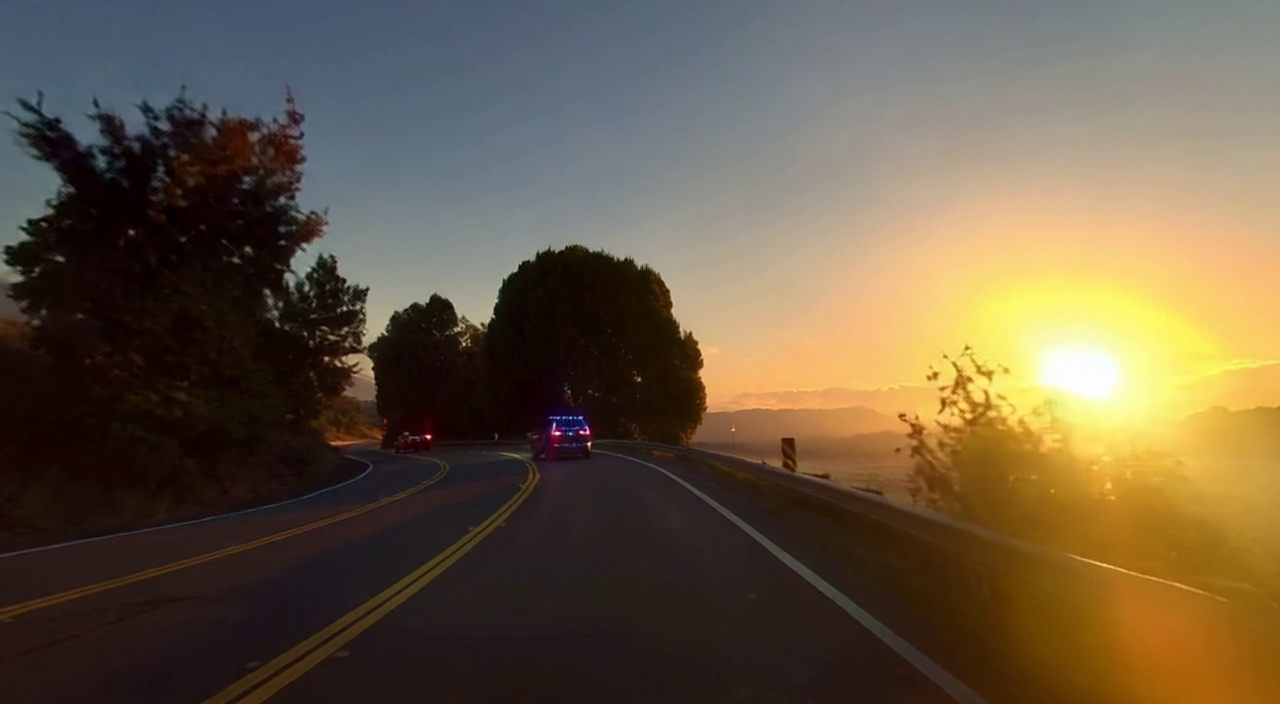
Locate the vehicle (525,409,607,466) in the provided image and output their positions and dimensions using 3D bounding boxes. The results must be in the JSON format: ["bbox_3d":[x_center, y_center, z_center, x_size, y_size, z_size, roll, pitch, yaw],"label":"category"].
[{"bbox_3d":[-3.210,3.563,26.059,2.500,1.961,5.637,-1,-8,-15],"label":"vehicle"}]
